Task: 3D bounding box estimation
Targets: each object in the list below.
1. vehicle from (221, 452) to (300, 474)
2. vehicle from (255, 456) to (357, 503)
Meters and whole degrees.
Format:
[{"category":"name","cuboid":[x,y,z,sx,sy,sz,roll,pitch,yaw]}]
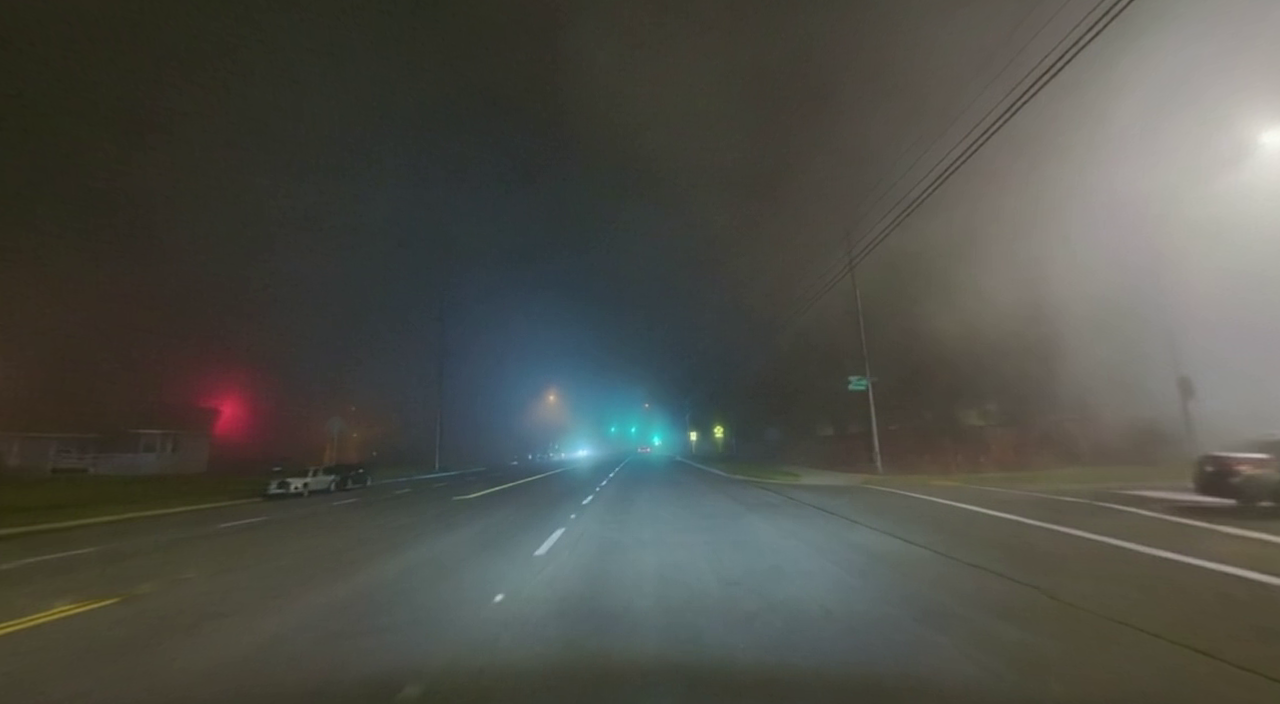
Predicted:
[{"category":"vehicle","cuboid":[-28.468,8.339,47.545,4.637,1.472,1.944,0,-8,-3]},{"category":"vehicle","cuboid":[-13.859,5.277,26.555,1.941,1.501,4.432,-4,-7,0]}]
